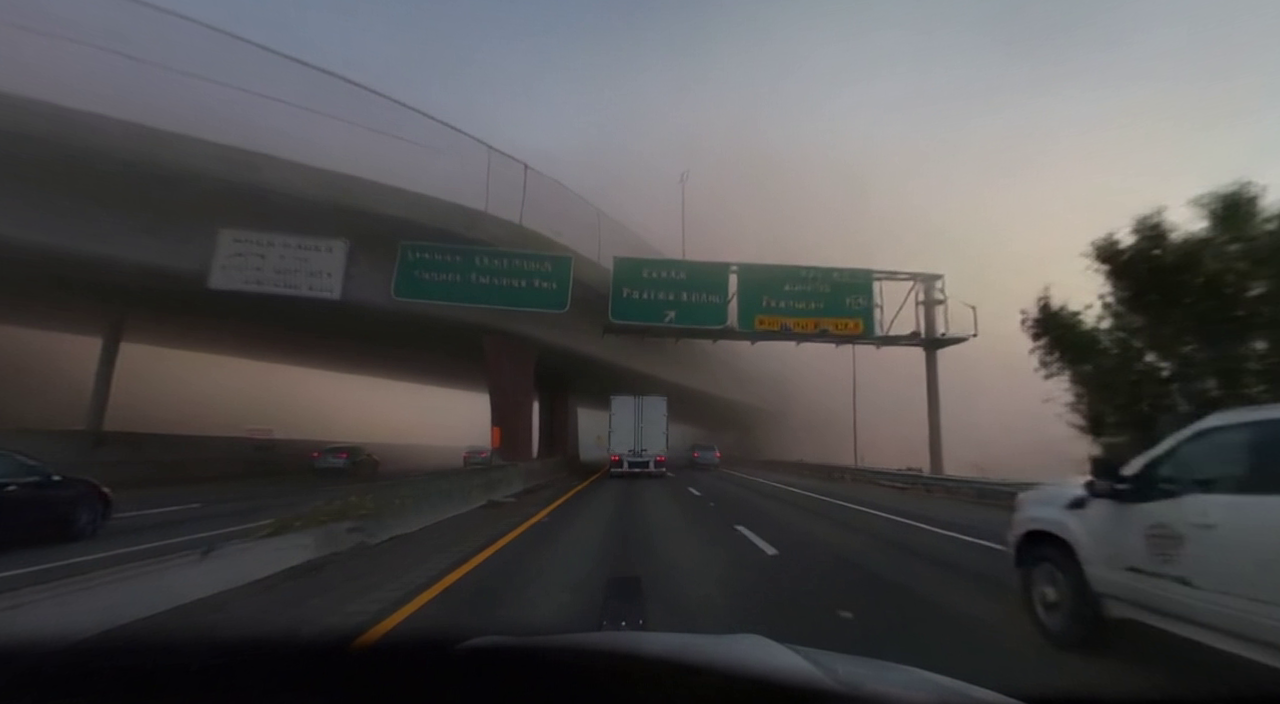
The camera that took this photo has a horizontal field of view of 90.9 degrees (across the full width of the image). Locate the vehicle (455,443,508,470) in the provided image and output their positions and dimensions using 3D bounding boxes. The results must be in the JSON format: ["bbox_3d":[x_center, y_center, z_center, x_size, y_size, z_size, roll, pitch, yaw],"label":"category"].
[{"bbox_3d":[-9.351,6.234,37.706,2.057,1.506,4.829,0,-9,-2],"label":"vehicle"}]

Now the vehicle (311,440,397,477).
[{"bbox_3d":[-12.625,4.736,28.201,1.906,1.510,4.303,0,-9,-1],"label":"vehicle"}]

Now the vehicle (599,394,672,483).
[{"bbox_3d":[-0.239,4.332,30.954,2.916,3.584,10.841,0,-9,-1],"label":"vehicle"}]

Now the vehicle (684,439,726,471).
[{"bbox_3d":[4.281,6.858,42.168,2.174,1.968,5.016,0,-9,-1],"label":"vehicle"}]

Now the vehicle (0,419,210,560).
[{"bbox_3d":[-8.185,1.724,8.255,2.006,1.562,4.475,0,-9,-1],"label":"vehicle"}]

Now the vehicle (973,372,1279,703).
[{"bbox_3d":[3.919,0.936,2.667,2.189,1.709,5.131,0,-9,0],"label":"vehicle"}]
